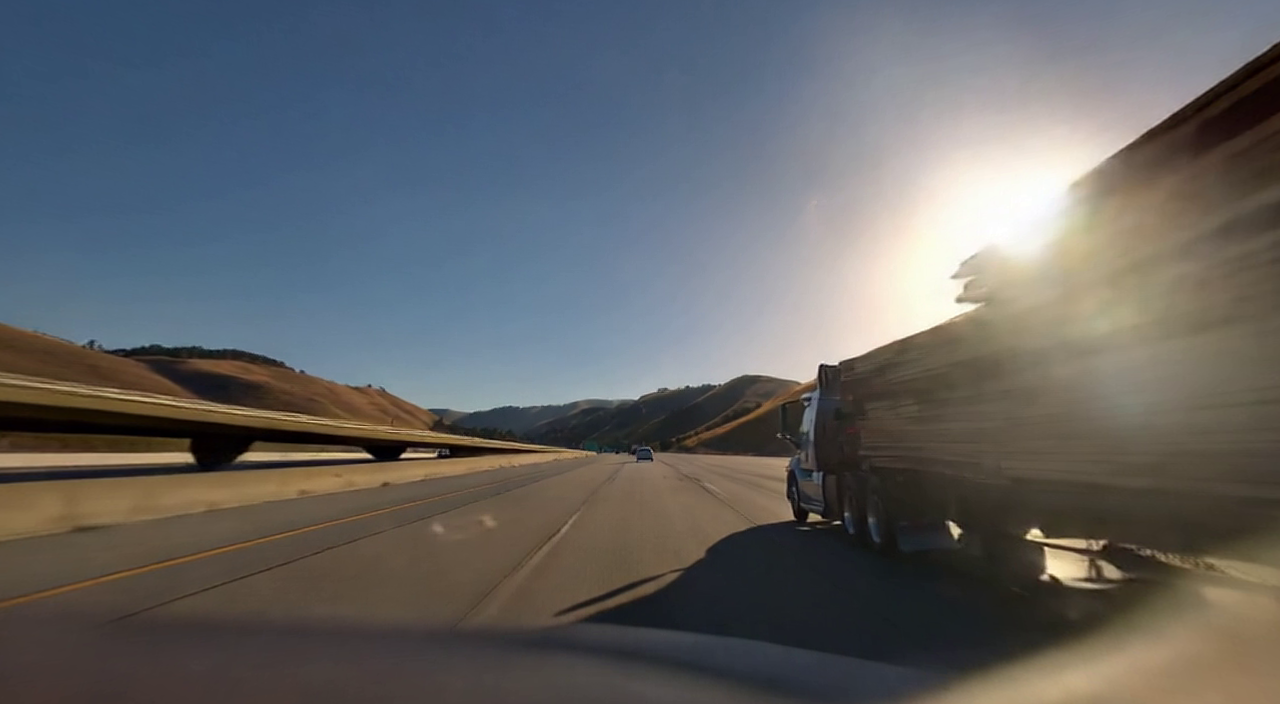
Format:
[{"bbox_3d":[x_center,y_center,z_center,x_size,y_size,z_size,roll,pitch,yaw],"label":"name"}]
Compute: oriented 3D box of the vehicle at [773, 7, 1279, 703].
[{"bbox_3d":[4.074,0.828,6.012,3.326,3.089,10.642,-1,-9,0],"label":"vehicle"}]
